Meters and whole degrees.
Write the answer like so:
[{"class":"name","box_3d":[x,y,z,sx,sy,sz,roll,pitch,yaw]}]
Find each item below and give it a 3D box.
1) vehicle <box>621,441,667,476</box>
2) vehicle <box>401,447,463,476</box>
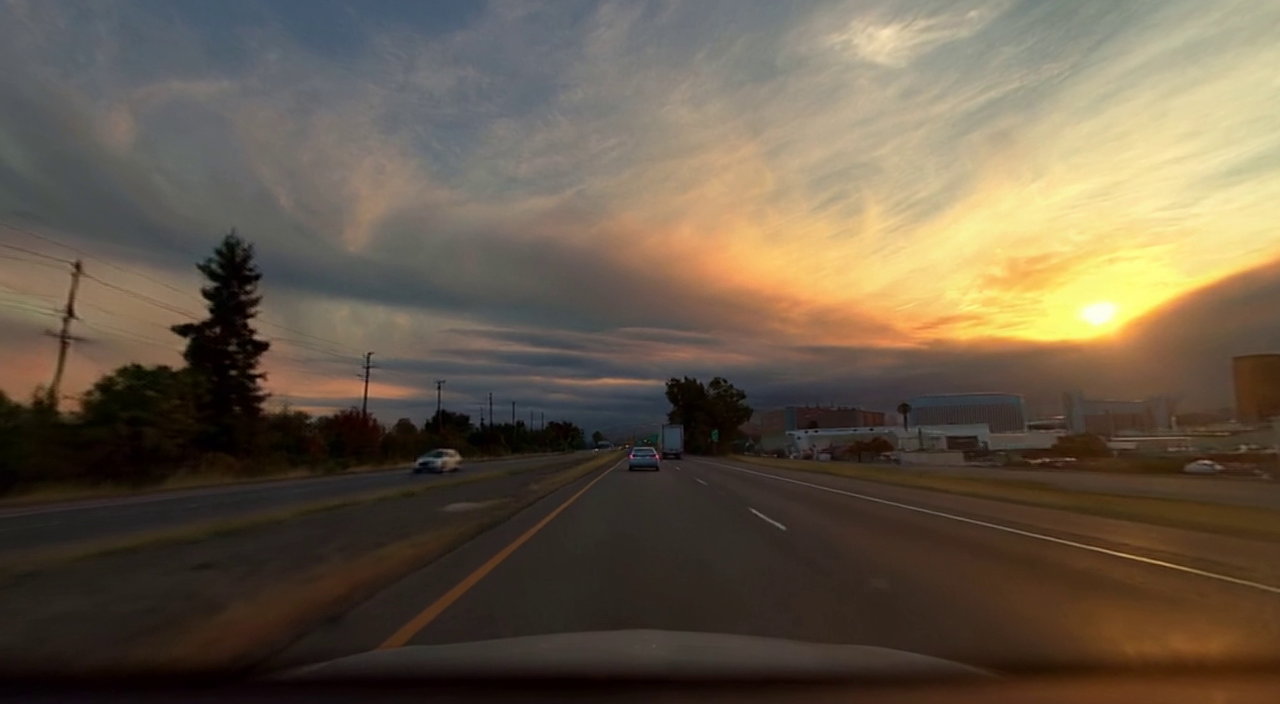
[{"class":"vehicle","box_3d":[0.185,5.069,30.218,2.045,1.527,4.023,0,-9,0]},{"class":"vehicle","box_3d":[-12.164,6.427,37.192,2.025,1.546,4.765,0,-9,0]}]
